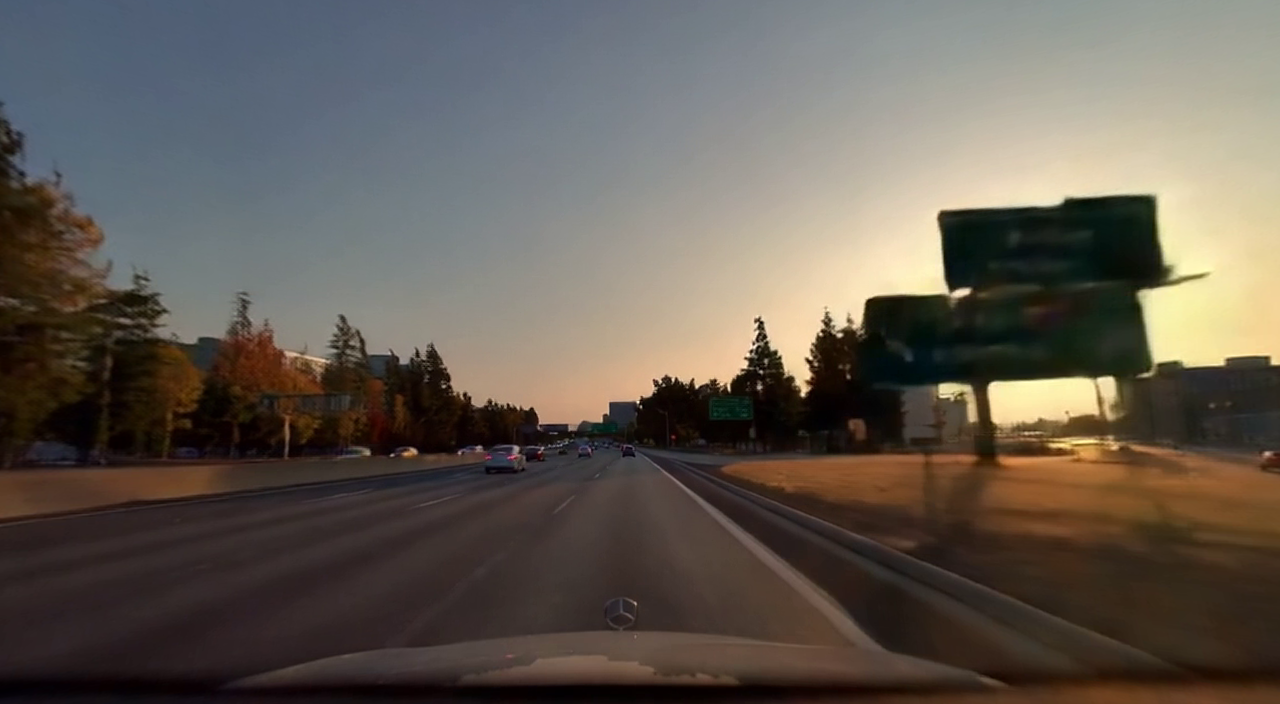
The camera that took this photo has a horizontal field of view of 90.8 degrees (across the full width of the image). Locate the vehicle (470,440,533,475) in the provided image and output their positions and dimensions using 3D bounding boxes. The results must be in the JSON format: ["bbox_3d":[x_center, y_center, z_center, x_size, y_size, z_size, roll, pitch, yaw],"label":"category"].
[{"bbox_3d":[-6.839,5.239,31.685,2.016,1.606,4.806,0,-8,1],"label":"vehicle"}]
